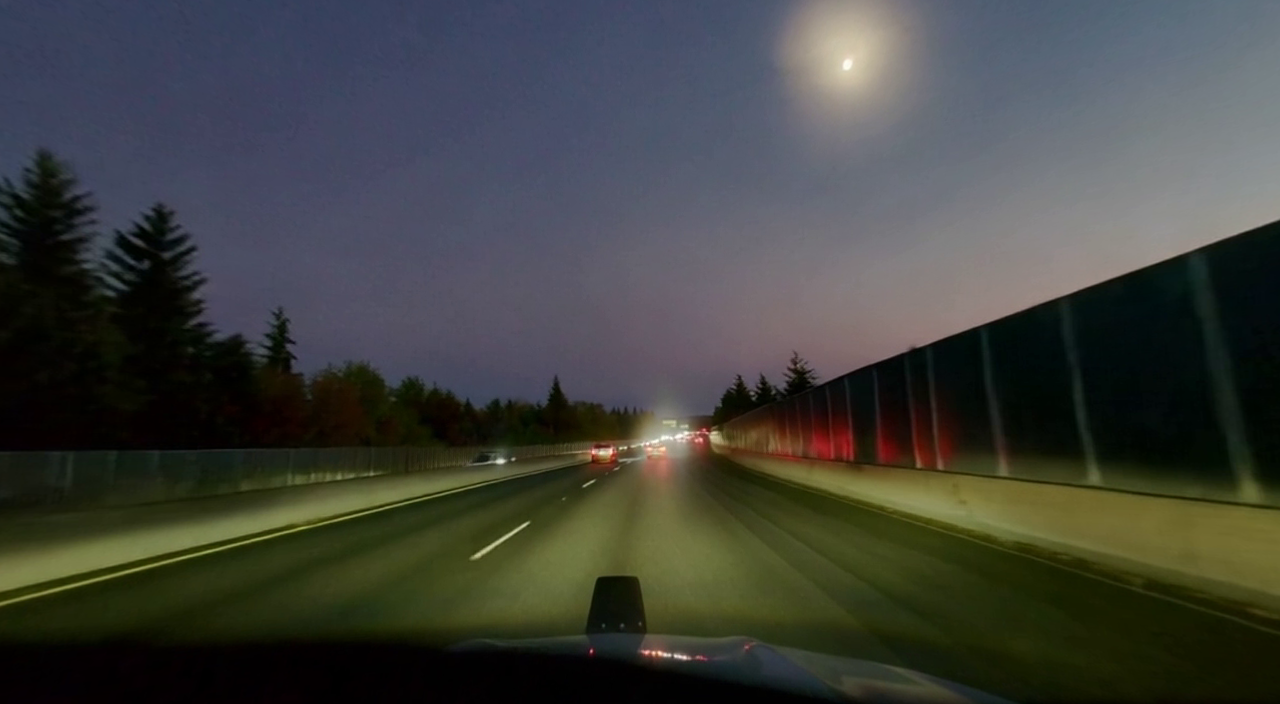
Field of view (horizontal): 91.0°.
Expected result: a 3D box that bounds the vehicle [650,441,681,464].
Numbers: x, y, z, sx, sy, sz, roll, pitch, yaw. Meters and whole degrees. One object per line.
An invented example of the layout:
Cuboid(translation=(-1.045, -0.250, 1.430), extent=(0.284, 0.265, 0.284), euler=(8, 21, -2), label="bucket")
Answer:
Cuboid(translation=(1.780, 6.977, 43.894), extent=(2.077, 1.533, 3.854), euler=(0, -8, 3), label="vehicle")

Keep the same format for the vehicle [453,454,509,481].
Cuboid(translation=(-9.665, 7.035, 38.666), extent=(1.977, 1.489, 4.631), euler=(0, -8, 4), label="vehicle")

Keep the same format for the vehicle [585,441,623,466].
Cuboid(translation=(-2.232, 6.413, 39.975), extent=(1.985, 1.518, 3.847), euler=(-1, -8, 4), label="vehicle")
